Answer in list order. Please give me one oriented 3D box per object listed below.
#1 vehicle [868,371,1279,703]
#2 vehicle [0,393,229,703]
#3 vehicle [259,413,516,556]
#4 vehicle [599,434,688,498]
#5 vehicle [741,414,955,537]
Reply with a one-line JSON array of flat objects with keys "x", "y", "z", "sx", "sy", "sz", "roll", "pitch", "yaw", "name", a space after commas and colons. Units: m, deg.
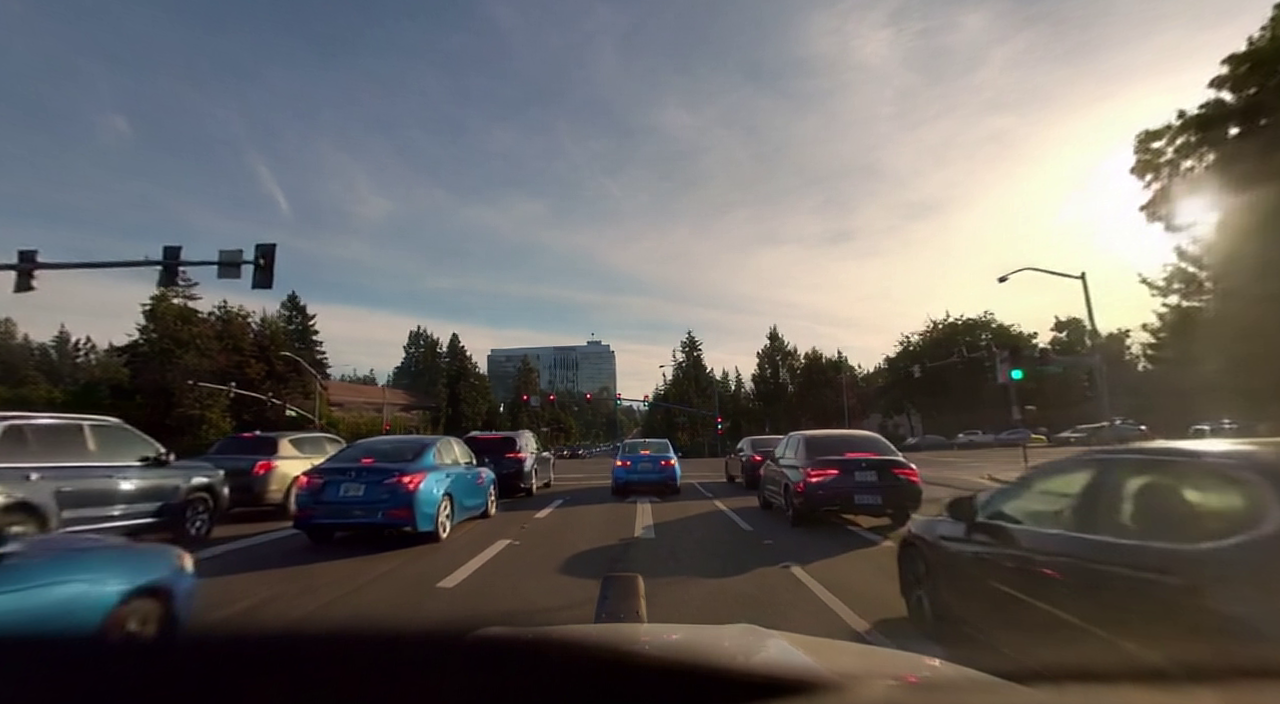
[{"x": 2.796, "y": 0.933, "z": 2.647, "sx": 2.002, "sy": 1.474, "sz": 4.528, "roll": 0, "pitch": -9, "yaw": 0, "name": "vehicle"}, {"x": -3.230, "y": 0.713, "z": 0.993, "sx": 2.139, "sy": 1.478, "sz": 4.510, "roll": 0, "pitch": -9, "yaw": 0, "name": "vehicle"}, {"x": -3.399, "y": 1.891, "z": 9.676, "sx": 2.034, "sy": 1.655, "sz": 4.465, "roll": 0, "pitch": -9, "yaw": 1, "name": "vehicle"}, {"x": 0.038, "y": 3.019, "z": 17.064, "sx": 2.114, "sy": 1.482, "sz": 4.056, "roll": 0, "pitch": -9, "yaw": -1, "name": "vehicle"}, {"x": 3.249, "y": 2.057, "z": 11.037, "sx": 2.178, "sy": 1.691, "sz": 4.314, "roll": 0, "pitch": -9, "yaw": -1, "name": "vehicle"}]
